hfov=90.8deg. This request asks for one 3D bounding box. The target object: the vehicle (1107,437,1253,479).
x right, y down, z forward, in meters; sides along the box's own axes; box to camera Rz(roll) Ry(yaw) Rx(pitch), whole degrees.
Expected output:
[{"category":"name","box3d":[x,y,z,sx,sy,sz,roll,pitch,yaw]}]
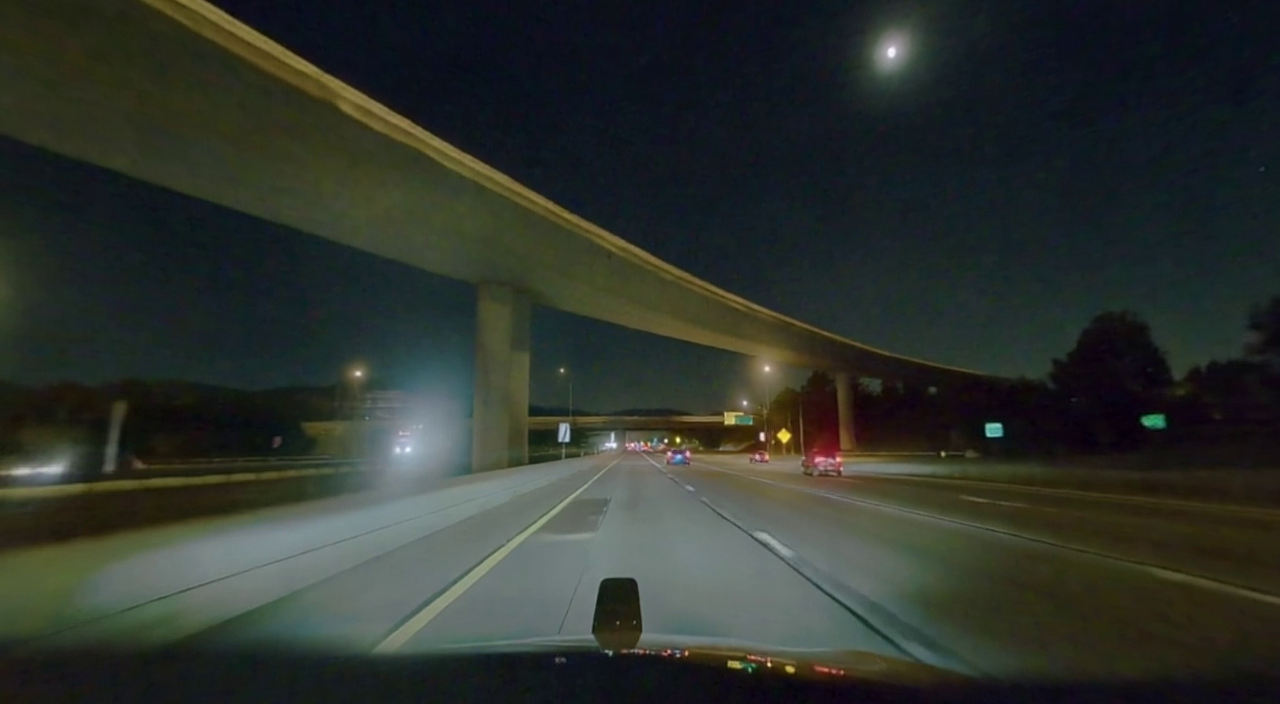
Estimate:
[{"category":"vehicle","box3d":[21.162,4.179,25.071,1.885,1.510,4.372,0,-9,0]}]

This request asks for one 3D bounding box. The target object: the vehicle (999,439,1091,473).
[{"category":"vehicle","box3d":[20.932,5.396,32.888,1.924,1.594,4.293,-1,-8,0]}]
